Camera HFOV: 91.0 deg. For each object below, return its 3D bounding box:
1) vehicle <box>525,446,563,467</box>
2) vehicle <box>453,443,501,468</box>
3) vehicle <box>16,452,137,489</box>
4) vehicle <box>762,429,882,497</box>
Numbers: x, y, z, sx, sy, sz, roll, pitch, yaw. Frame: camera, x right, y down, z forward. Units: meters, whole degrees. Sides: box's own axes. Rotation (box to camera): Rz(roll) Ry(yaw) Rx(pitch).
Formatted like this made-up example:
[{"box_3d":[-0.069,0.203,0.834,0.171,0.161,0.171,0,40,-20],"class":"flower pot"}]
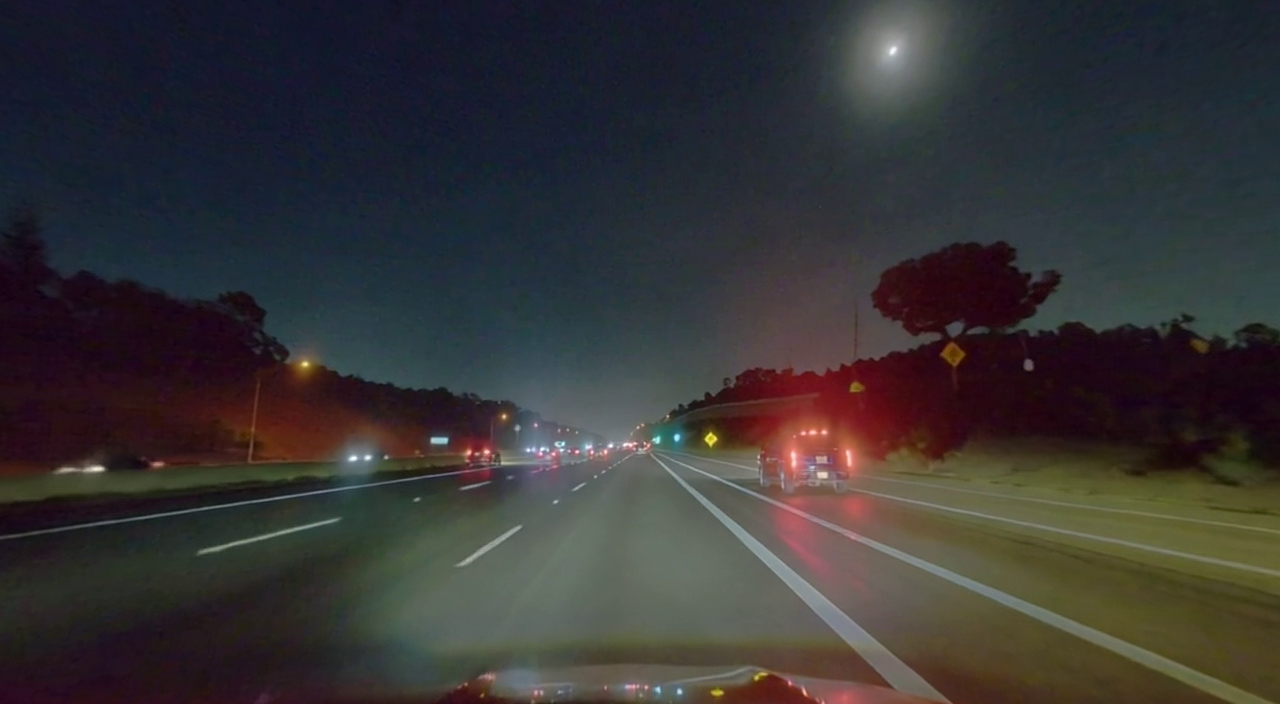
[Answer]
[{"box_3d":[-7.203,7.908,47.907,2.071,1.486,4.703,0,-9,1],"class":"vehicle"},{"box_3d":[-11.320,7.264,44.171,2.107,1.628,4.446,0,-9,1],"class":"vehicle"},{"box_3d":[-24.807,5.217,27.933,1.779,1.480,3.783,0,-9,1],"class":"vehicle"},{"box_3d":[5.454,3.405,19.676,2.259,1.816,4.862,0,-9,-1],"class":"vehicle"}]
